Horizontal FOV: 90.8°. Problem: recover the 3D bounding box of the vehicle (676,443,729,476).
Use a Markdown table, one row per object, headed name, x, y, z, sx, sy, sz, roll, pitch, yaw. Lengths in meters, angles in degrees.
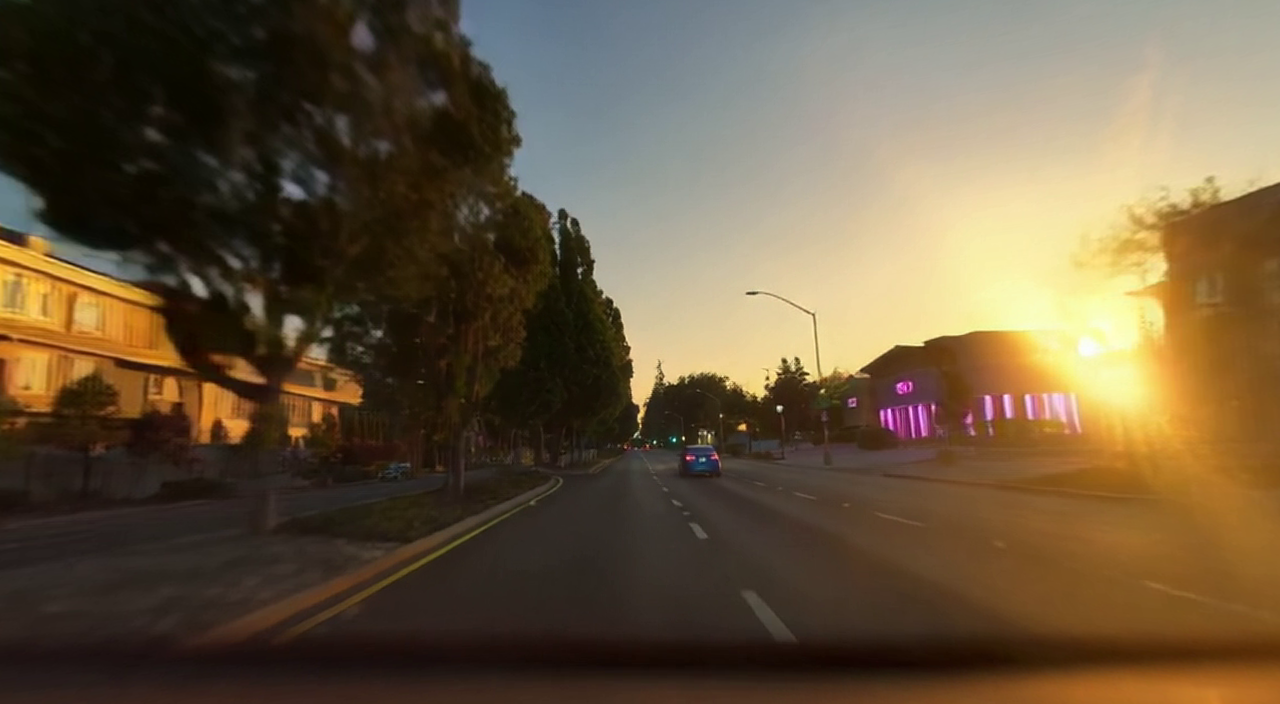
| name | x | y | z | sx | sy | sz | roll | pitch | yaw |
| --- | --- | --- | --- | --- | --- | --- | --- | --- | --- |
| vehicle | 2.835 | 4.997 | 29.636 | 1.929 | 1.411 | 4.284 | 0 | -8 | -1 |
